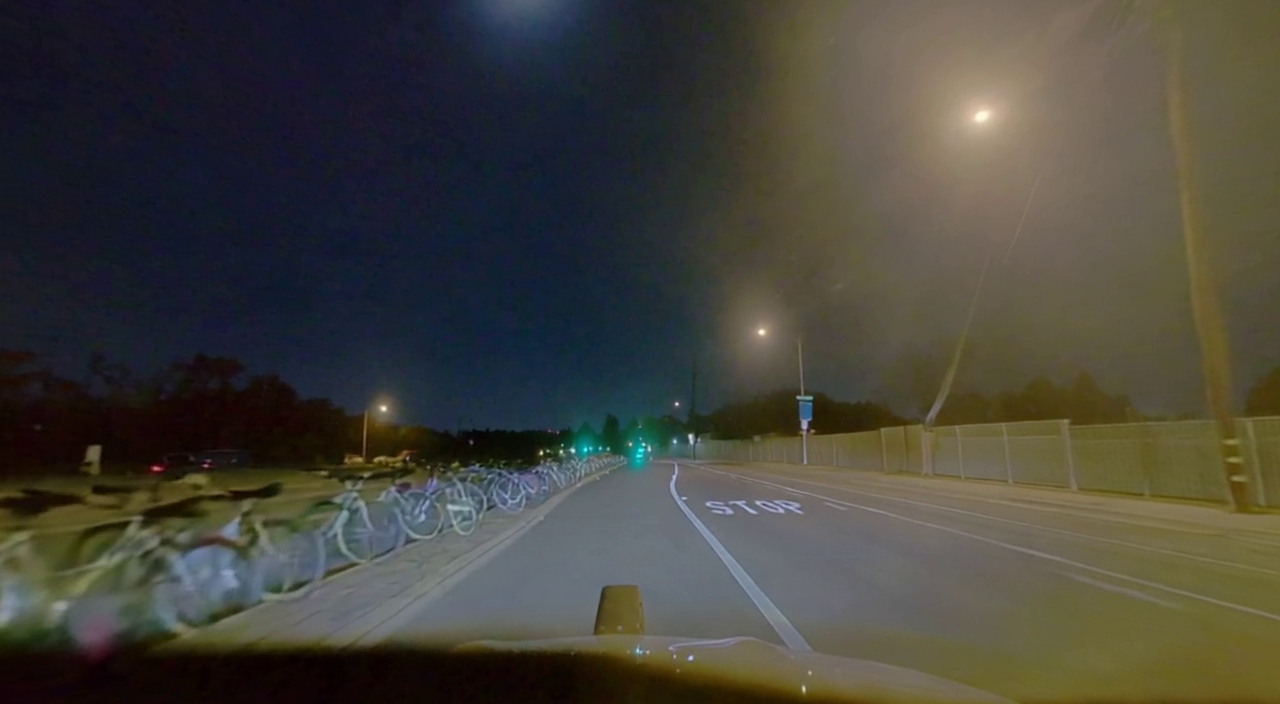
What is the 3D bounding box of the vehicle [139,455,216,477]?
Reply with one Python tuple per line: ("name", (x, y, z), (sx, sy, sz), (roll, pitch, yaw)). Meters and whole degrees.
("vehicle", (-33.054, 8.160, 45.216), (4.108, 1.480, 1.800), (0, -9, 1))
